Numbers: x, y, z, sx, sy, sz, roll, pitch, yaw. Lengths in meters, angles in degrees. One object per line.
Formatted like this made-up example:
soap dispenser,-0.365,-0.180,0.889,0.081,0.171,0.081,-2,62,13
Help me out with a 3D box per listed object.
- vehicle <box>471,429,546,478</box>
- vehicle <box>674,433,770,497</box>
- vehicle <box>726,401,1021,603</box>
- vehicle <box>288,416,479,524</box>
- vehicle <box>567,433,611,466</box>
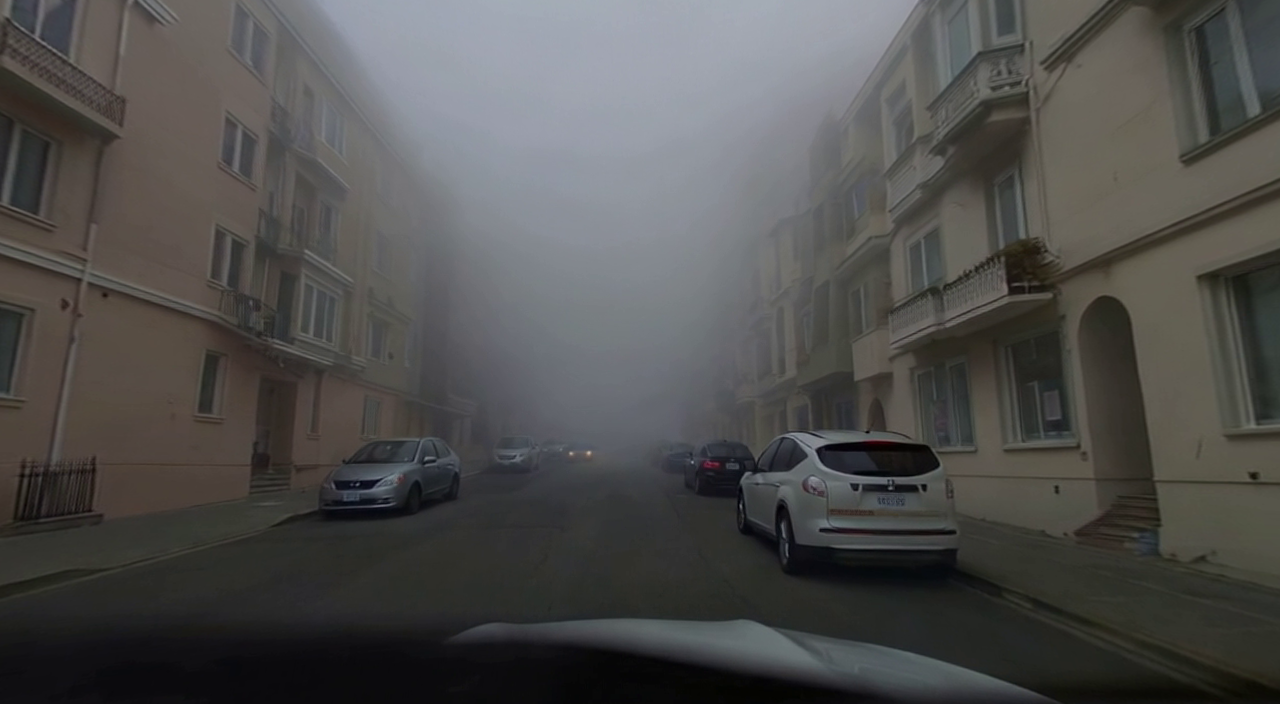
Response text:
vehicle,-4.834,3.808,23.729,1.942,1.521,3.761,5,-9,0
vehicle,1.992,2.877,16.586,1.786,1.447,4.314,0,-8,-2
vehicle,2.235,1.524,7.313,1.839,1.678,3.918,0,-8,-1
vehicle,-4.549,2.199,12.041,1.883,1.499,4.426,6,-10,-3
vehicle,-2.455,4.789,31.127,1.845,1.544,3.388,0,-8,0
